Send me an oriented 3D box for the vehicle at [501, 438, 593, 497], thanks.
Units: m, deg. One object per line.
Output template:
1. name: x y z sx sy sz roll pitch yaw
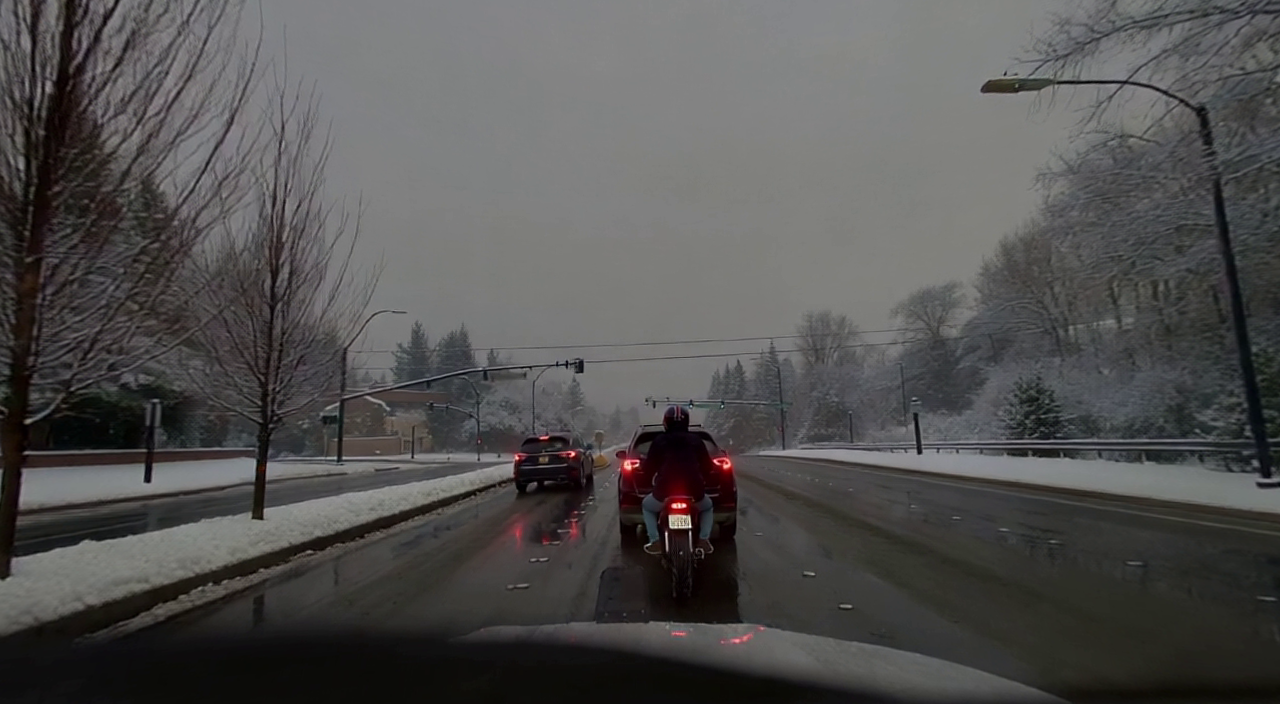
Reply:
1. vehicle: -2.549 3.282 18.281 1.979 1.499 3.840 -1 -8 2

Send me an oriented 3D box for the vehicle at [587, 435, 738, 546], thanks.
1. vehicle: 0.330 2.181 10.743 2.009 1.450 4.608 -1 -8 1
